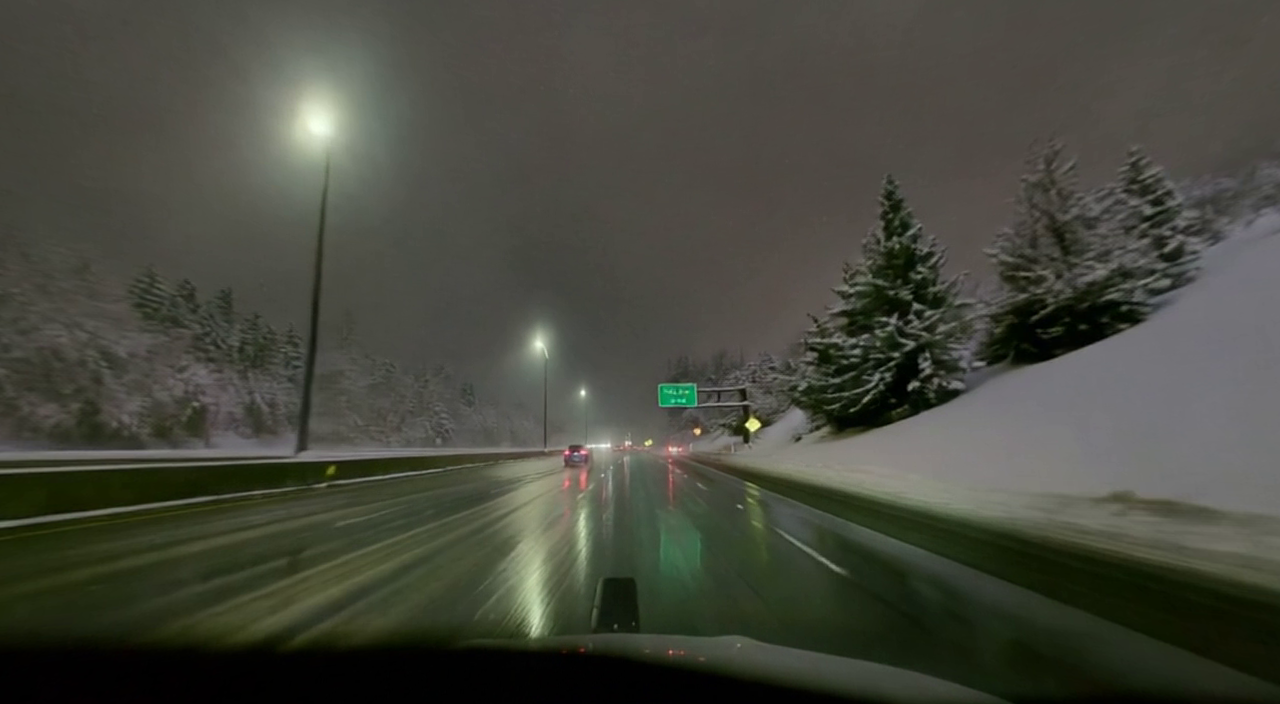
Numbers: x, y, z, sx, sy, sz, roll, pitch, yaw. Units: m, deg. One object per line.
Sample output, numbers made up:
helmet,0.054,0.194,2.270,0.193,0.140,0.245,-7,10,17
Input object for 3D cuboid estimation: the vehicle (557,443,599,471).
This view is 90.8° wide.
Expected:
vehicle,-3.583,6.141,37.199,2.037,1.514,4.335,0,-8,1
